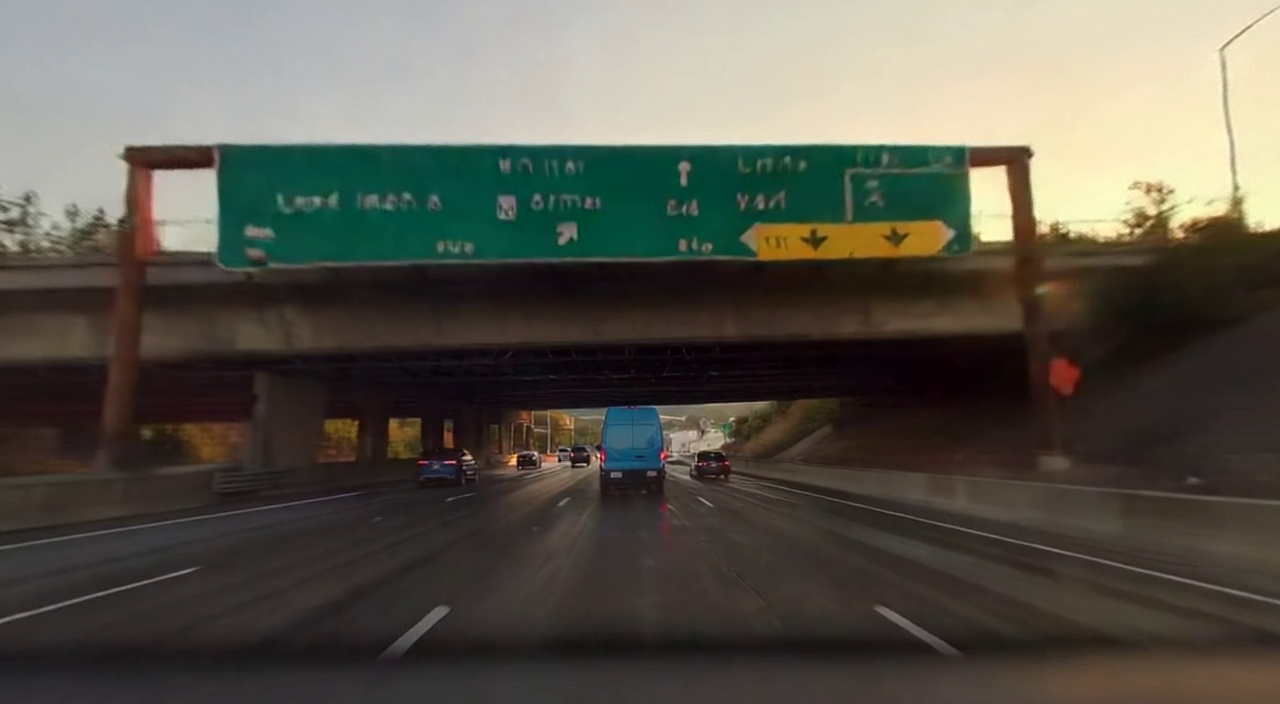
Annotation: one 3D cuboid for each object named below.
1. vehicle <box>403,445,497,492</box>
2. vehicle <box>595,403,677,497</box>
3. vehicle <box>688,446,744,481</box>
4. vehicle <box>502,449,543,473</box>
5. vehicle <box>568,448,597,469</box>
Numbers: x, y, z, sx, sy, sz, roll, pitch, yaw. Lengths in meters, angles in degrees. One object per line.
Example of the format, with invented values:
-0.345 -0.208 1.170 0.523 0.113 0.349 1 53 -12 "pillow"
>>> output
-6.785 4.190 22.911 2.003 1.498 4.386 0 -9 0 "vehicle"
-0.223 3.100 19.909 2.268 2.551 5.144 0 -9 -3 "vehicle"
3.472 5.218 29.563 2.015 1.491 4.732 0 -9 -1 "vehicle"
-7.635 7.099 41.050 2.026 1.506 4.102 0 -9 -2 "vehicle"
-4.440 8.253 48.800 2.002 1.536 4.021 0 -9 -2 "vehicle"
